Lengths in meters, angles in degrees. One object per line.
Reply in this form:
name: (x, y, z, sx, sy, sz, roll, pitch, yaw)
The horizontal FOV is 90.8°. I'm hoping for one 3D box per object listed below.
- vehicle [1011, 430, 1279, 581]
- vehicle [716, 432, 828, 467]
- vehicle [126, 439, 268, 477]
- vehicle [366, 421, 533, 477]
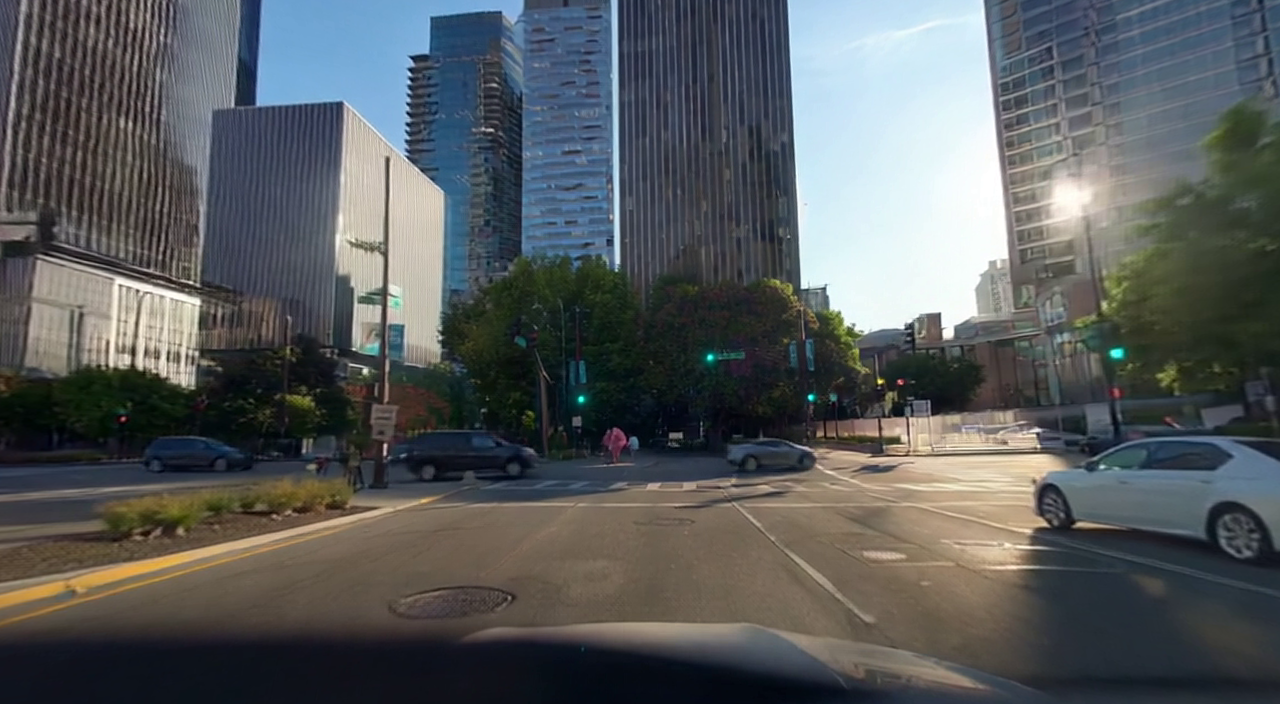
vehicle: (7.321, 1.815, 8.247, 1.936, 1.489, 4.885, 0, -9, -1)
vehicle: (5.804, 4.329, 28.124, 4.503, 1.475, 1.789, 0, -9, -4)
vehicle: (-18.429, 4.412, 26.430, 4.482, 1.492, 1.805, 0, -9, -3)
vehicle: (-7.043, 3.662, 23.992, 5.659, 1.967, 2.149, 0, -9, -3)
